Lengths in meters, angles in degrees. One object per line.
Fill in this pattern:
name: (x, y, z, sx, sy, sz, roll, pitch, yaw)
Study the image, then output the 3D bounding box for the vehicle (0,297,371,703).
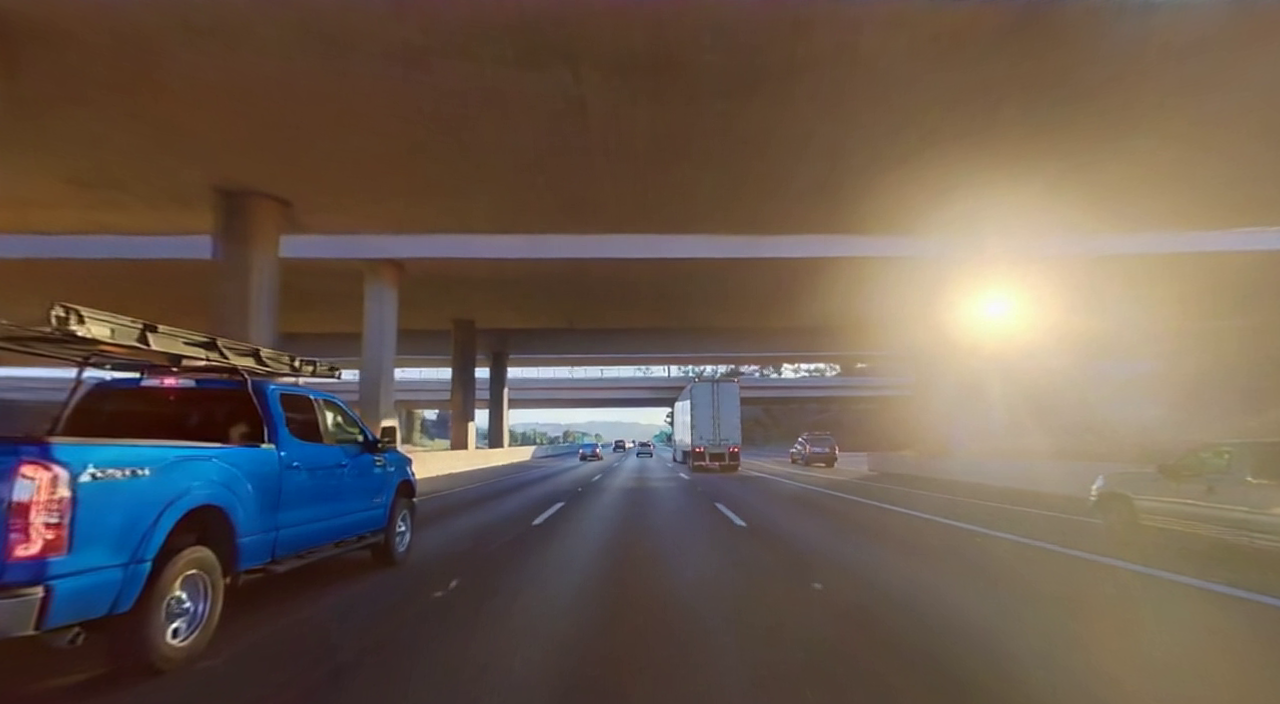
vehicle: (-4.438, 0.911, 4.061, 2.599, 2.054, 6.288, 0, -8, 0)

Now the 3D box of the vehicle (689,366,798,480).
vehicle: (4.129, 3.427, 28.696, 2.885, 4.036, 12.891, 0, -8, 1)

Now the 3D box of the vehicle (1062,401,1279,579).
vehicle: (7.198, 1.446, 6.859, 1.999, 1.700, 4.640, 0, -8, 0)

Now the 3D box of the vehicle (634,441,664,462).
vehicle: (0.627, 7.198, 45.590, 2.092, 1.446, 4.092, 0, -8, 1)

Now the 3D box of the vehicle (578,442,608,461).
vehicle: (-3.654, 7.790, 49.470, 2.077, 1.446, 4.106, 0, -8, 0)
